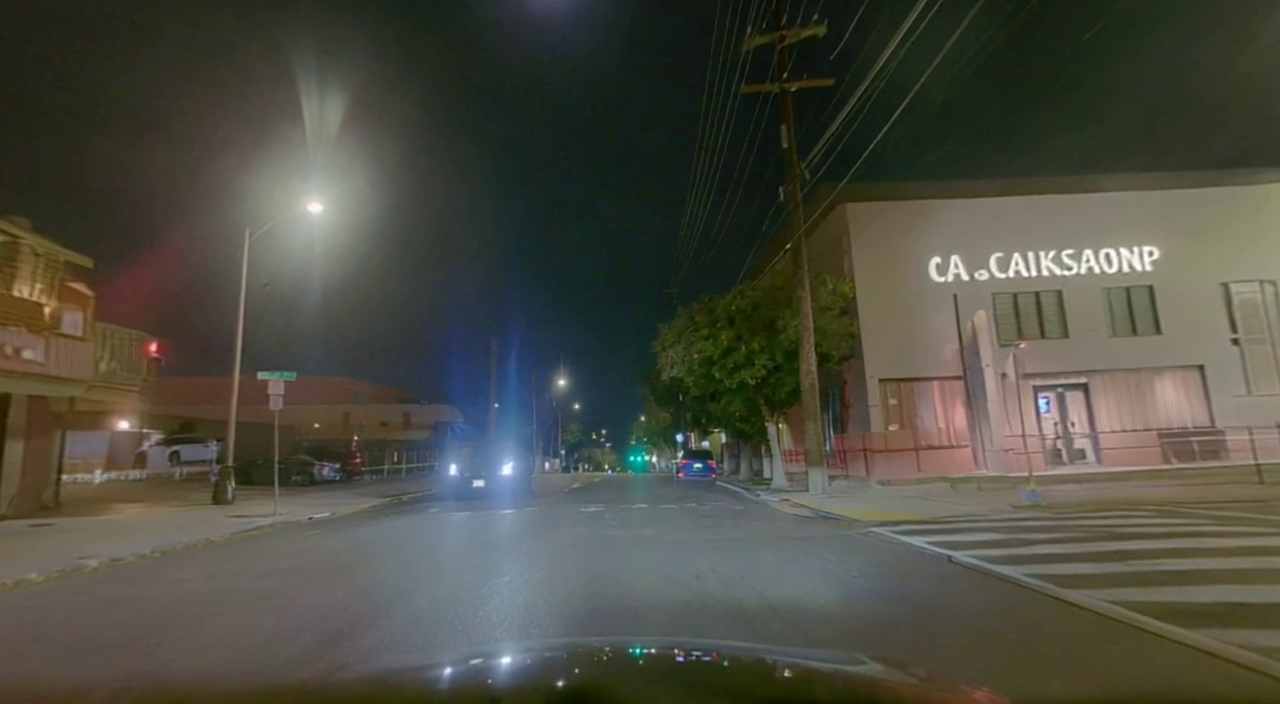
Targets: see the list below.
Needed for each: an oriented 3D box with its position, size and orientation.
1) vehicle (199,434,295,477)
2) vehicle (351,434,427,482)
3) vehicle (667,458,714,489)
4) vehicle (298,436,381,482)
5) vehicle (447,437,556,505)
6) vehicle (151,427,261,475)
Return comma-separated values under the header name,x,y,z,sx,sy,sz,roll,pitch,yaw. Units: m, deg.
name,x,y,z,sx,sy,sz,roll,pitch,yaw
vehicle,-24.945,6.593,40.464,2.288,2.514,5.886,0,-8,0
vehicle,-16.089,6.843,40.965,2.715,2.789,6.225,0,-9,-5
vehicle,2.502,6.180,32.307,1.877,1.373,3.854,0,-8,-3
vehicle,-19.022,6.713,40.434,2.256,2.668,5.979,0,-7,1
vehicle,-4.367,3.836,20.920,2.495,1.966,4.846,0,-8,0
vehicle,-27.649,6.334,40.684,2.249,2.760,6.636,0,-8,0
